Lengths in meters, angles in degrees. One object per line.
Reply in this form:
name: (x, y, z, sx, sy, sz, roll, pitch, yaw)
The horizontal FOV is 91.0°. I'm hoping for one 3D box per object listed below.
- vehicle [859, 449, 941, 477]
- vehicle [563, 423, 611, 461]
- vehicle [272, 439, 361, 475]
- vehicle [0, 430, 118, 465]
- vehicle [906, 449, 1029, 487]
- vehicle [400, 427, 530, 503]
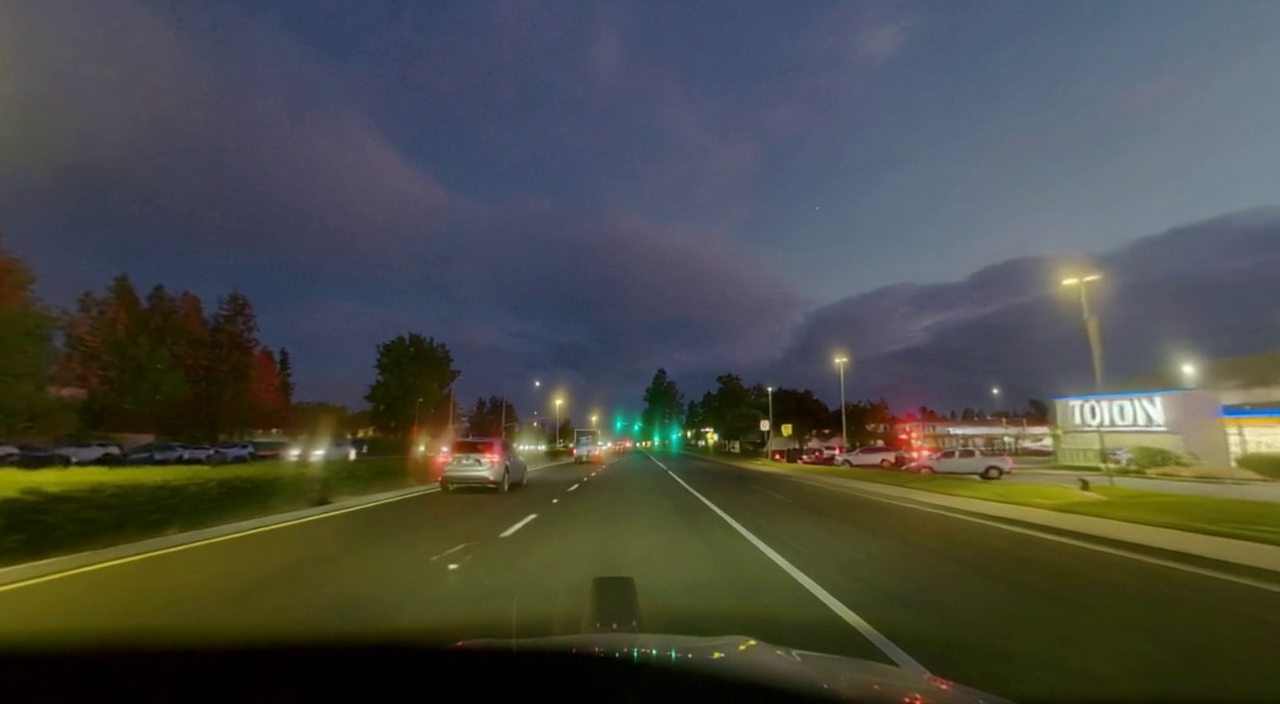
vehicle: (16.722, 7.154, 40.647, 4.413, 1.659, 1.913, 0, -8, -1)
vehicle: (-3.700, 6.551, 45.723, 2.917, 2.524, 6.990, 0, -8, 0)
vehicle: (-16.367, 5.326, 32.136, 2.104, 1.689, 4.476, 0, -8, 1)
vehicle: (-43.612, 7.123, 47.065, 7.001, 2.479, 2.370, 0, -9, 2)
vehicle: (16.642, 5.909, 32.197, 5.041, 1.803, 2.182, -1, -9, 1)
vehicle: (-4.305, 2.843, 16.265, 2.109, 1.672, 4.256, 0, -8, 0)
